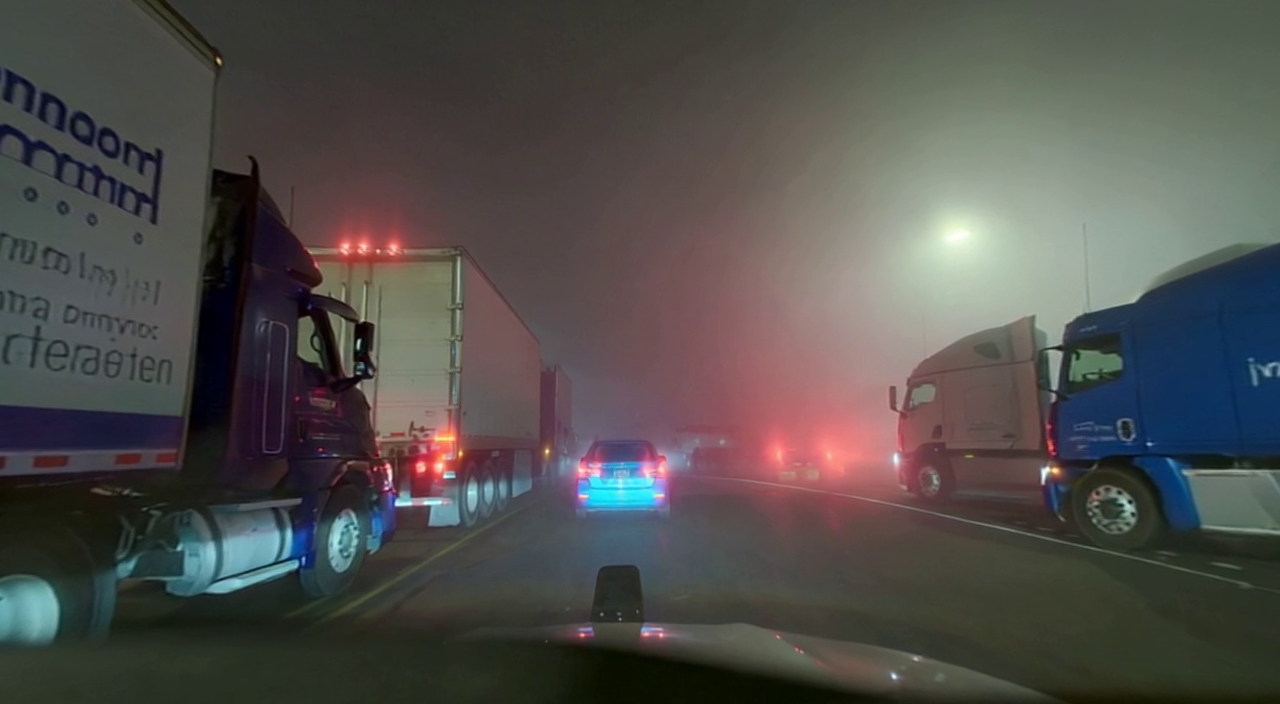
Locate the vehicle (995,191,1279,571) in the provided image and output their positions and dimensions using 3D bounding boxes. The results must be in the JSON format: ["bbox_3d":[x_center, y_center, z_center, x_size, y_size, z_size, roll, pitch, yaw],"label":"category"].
[{"bbox_3d":[11.153,-0.041,5.242,13.564,4.152,3.110,-9,-12,42],"label":"vehicle"}]

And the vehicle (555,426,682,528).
[{"bbox_3d":[-0.379,2.410,12.604,2.140,1.682,3.971,0,-9,0],"label":"vehicle"}]

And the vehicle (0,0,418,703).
[{"bbox_3d":[-3.967,0.147,2.576,2.986,3.391,9.523,0,-9,-2],"label":"vehicle"}]

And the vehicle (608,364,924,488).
[{"bbox_3d":[4.276,3.334,27.231,2.877,4.124,14.516,4,-9,-41],"label":"vehicle"}]
